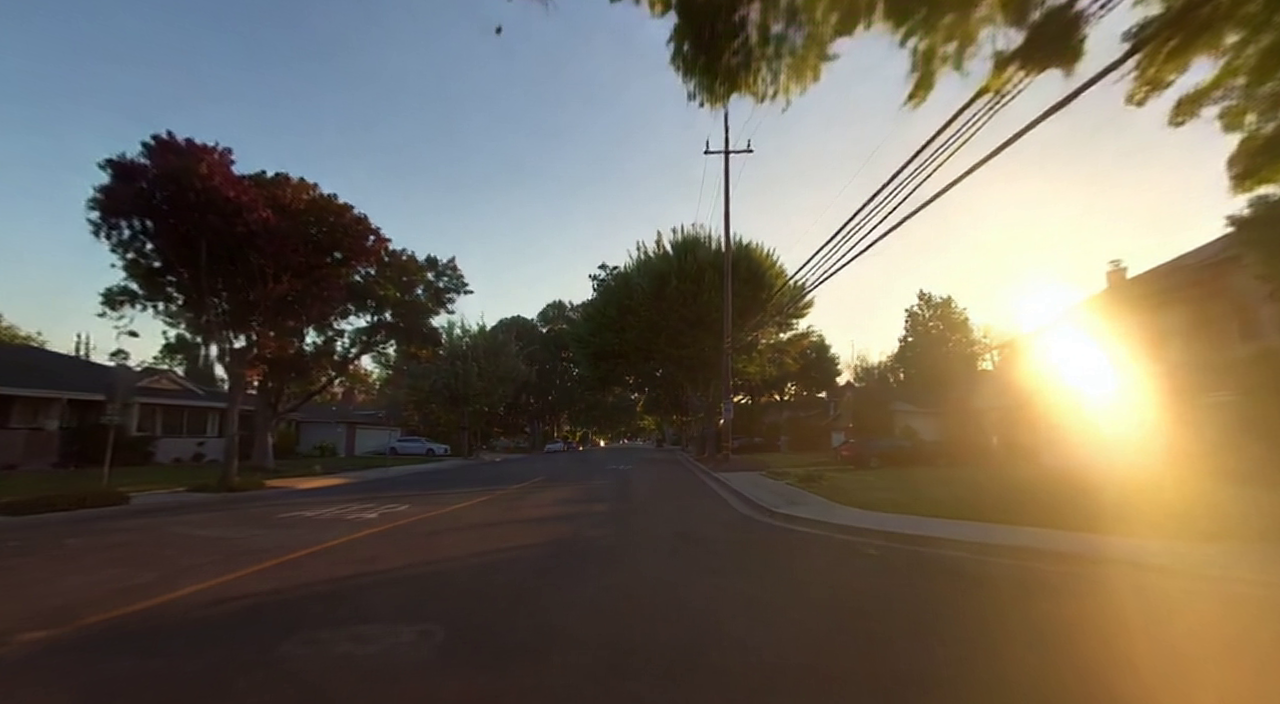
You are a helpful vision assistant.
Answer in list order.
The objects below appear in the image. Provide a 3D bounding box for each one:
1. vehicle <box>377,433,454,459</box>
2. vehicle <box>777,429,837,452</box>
[{"bbox_3d":[-15.249,6.383,43.104,4.500,1.714,1.924,-1,-8,7],"label":"vehicle"},{"bbox_3d":[12.828,6.826,48.758,4.122,1.610,1.888,-1,-6,2],"label":"vehicle"}]
